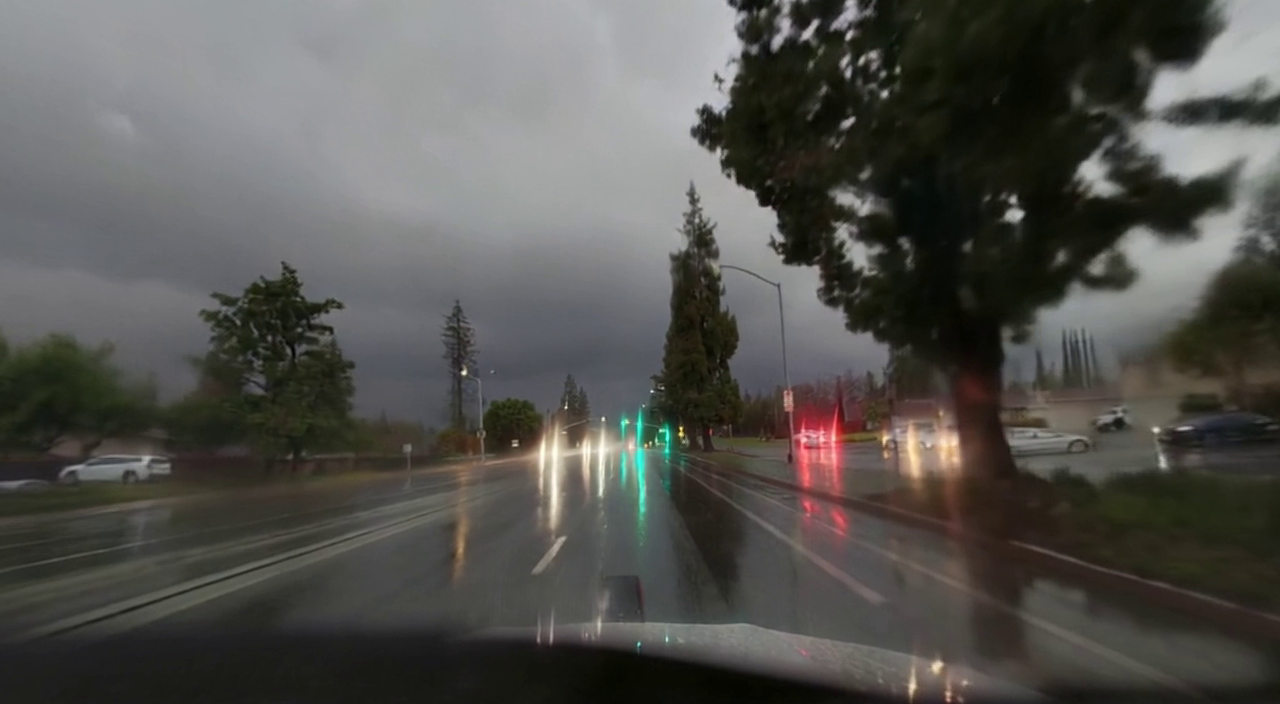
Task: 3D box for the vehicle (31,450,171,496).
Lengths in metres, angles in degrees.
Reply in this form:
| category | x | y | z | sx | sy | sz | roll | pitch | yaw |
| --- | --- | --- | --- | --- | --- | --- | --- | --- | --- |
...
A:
| category | x | y | z | sx | sy | sz | roll | pitch | yaw |
| --- | --- | --- | --- | --- | --- | --- | --- | --- | --- |
| vehicle | -24.652 | 5.526 | 29.001 | 4.715 | 1.451 | 1.863 | -5 | -3 | -3 |

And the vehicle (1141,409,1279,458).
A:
| category | x | y | z | sx | sy | sz | roll | pitch | yaw |
| --- | --- | --- | --- | --- | --- | --- | --- | --- | --- |
| vehicle | 22.462 | 3.071 | 23.781 | 5.268 | 1.720 | 2.149 | -1 | -9 | 1 |

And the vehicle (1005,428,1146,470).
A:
| category | x | y | z | sx | sy | sz | roll | pitch | yaw |
| --- | --- | --- | --- | --- | --- | --- | --- | --- | --- |
| vehicle | 16.002 | 3.612 | 23.607 | 1.849 | 1.415 | 4.801 | 0 | -8 | 0 |

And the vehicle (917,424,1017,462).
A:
| category | x | y | z | sx | sy | sz | roll | pitch | yaw |
| --- | --- | --- | --- | --- | --- | --- | --- | --- | --- |
| vehicle | 15.639 | 4.409 | 30.556 | 2.106 | 1.670 | 5.008 | 0 | -8 | 0 |
